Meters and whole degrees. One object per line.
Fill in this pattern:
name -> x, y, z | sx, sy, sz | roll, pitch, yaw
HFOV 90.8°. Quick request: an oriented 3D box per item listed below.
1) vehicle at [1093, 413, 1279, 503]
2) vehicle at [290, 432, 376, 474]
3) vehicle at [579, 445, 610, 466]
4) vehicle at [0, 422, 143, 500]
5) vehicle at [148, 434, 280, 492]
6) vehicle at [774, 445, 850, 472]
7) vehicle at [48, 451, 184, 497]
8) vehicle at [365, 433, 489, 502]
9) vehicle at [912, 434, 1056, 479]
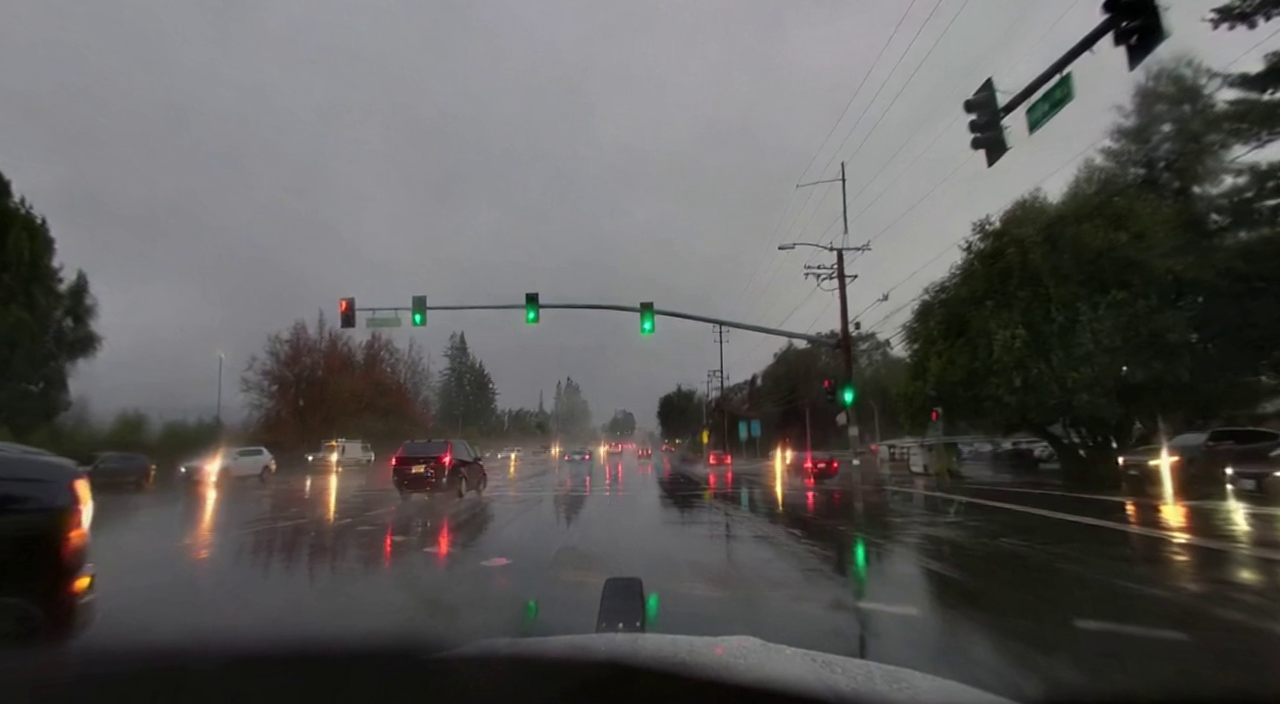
vehicle -> 14.042, 2.511, 15.304 | 4.587, 1.806, 2.188 | -2, -10, -11
vehicle -> -21.181, 6.996, 44.054 | 2.326, 2.692, 7.259 | 0, -8, 0
vehicle -> -3.337, 7.657, 47.036 | 2.002, 1.494, 4.322 | 0, -8, -1
vehicle -> -24.456, 4.186, 24.483 | 3.073, 2.788, 9.004 | 0, -9, 0
vehicle -> -17.596, 4.640, 26.504 | 2.065, 2.057, 4.987 | -4, -10, 0
vehicle -> 10.163, 6.307, 37.669 | 1.840, 1.428, 4.602 | 3, -9, -24
vehicle -> -20.916, 4.849, 25.501 | 1.860, 1.584, 4.283 | -3, -9, 0
vehicle -> -6.420, 3.520, 19.759 | 2.169, 1.865, 4.739 | 0, -8, 1
vehicle -> 14.616, 4.431, 26.937 | 5.106, 1.735, 2.150 | -6, -10, 33
